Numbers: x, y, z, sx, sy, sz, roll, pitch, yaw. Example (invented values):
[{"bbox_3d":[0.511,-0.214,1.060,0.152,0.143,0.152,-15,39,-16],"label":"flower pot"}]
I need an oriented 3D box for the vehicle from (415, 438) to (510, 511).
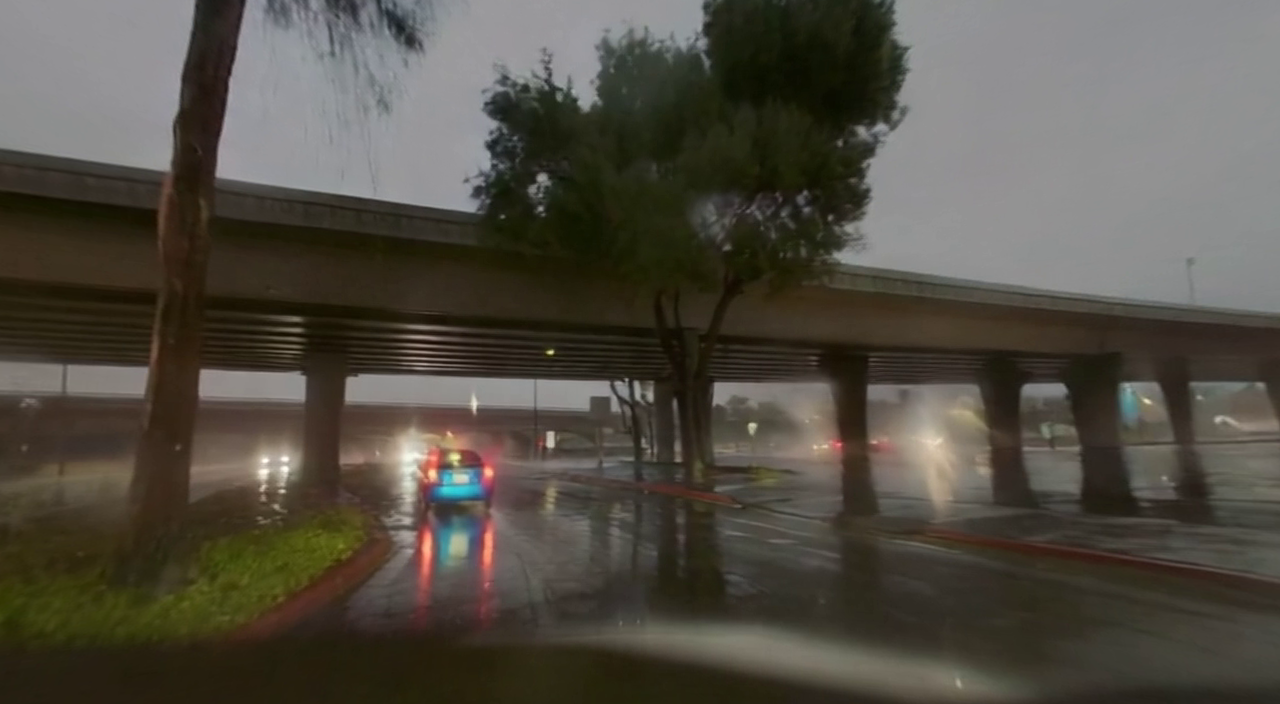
[{"bbox_3d":[-4.627,3.038,16.063,1.976,1.584,3.772,3,-9,-20],"label":"vehicle"}]

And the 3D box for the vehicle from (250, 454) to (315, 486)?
[{"bbox_3d":[-19.011,6.276,33.673,2.009,1.523,4.641,3,-9,-17],"label":"vehicle"}]
